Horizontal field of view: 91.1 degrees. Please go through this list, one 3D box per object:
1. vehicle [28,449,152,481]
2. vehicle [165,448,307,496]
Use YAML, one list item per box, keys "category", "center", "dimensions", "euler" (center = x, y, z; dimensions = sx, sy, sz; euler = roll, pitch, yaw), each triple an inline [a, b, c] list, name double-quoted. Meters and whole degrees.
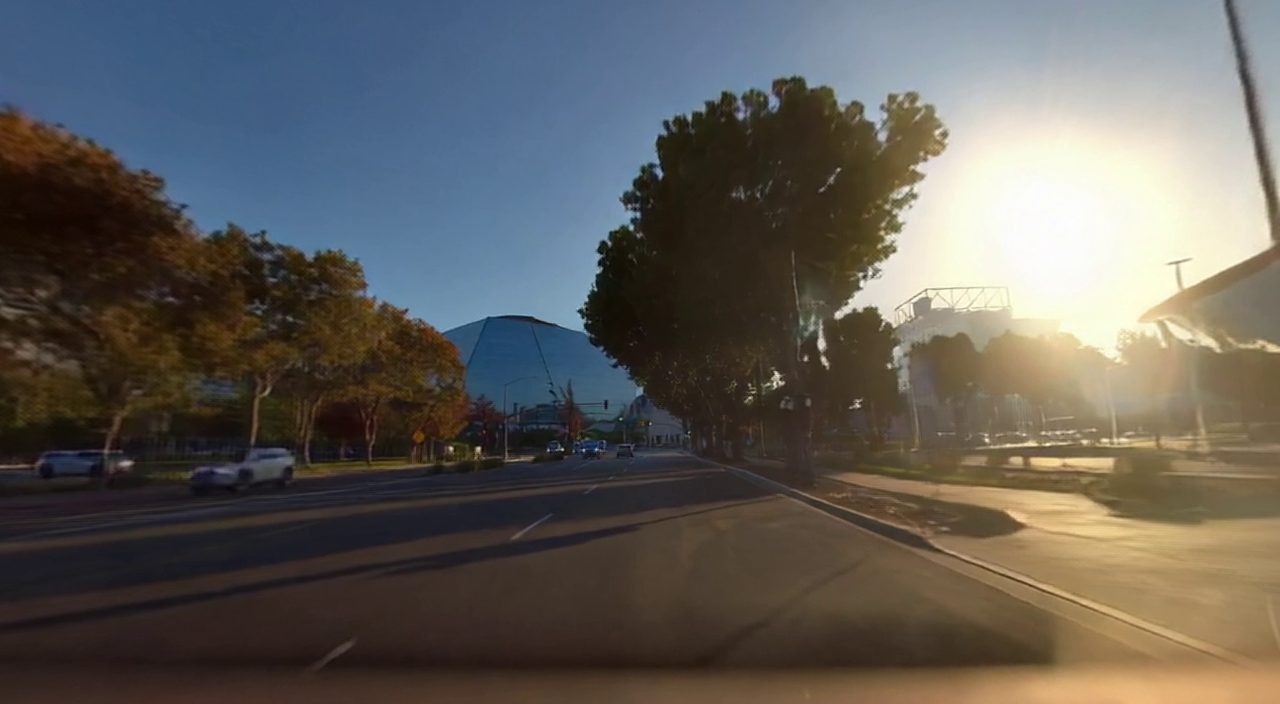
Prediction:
- category: "vehicle"
  center: [-29.124, 5.983, 33.373]
  dimensions: [4.692, 1.576, 1.864]
  euler: [0, -9, -2]
- category: "vehicle"
  center: [-14.472, 4.280, 22.887]
  dimensions: [1.920, 1.512, 4.657]
  euler: [0, -9, 2]
